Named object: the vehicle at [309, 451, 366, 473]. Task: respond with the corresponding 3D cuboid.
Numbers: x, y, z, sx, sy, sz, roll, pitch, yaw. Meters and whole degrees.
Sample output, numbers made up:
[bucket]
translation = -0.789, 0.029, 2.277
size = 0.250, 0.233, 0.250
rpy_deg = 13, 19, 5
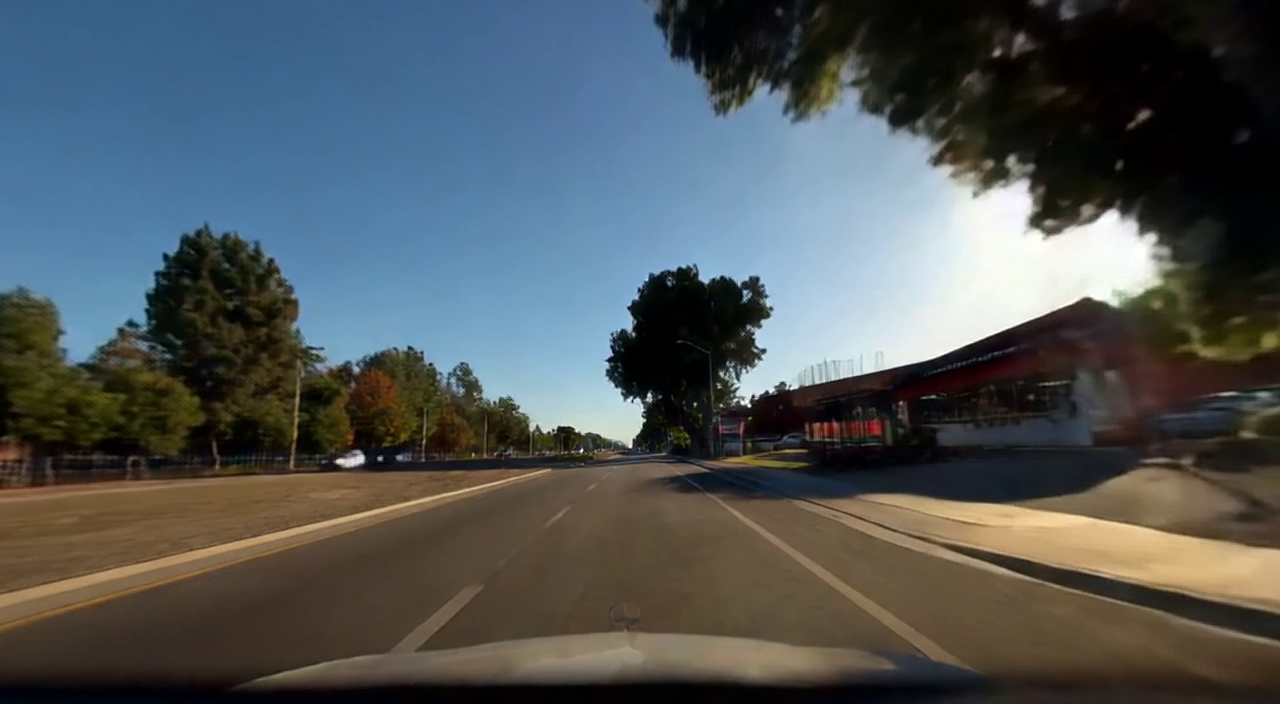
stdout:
[vehicle]
translation = -20.573, 7.476, 43.014
size = 1.871, 1.460, 4.134
rpy_deg = 0, -9, 0
